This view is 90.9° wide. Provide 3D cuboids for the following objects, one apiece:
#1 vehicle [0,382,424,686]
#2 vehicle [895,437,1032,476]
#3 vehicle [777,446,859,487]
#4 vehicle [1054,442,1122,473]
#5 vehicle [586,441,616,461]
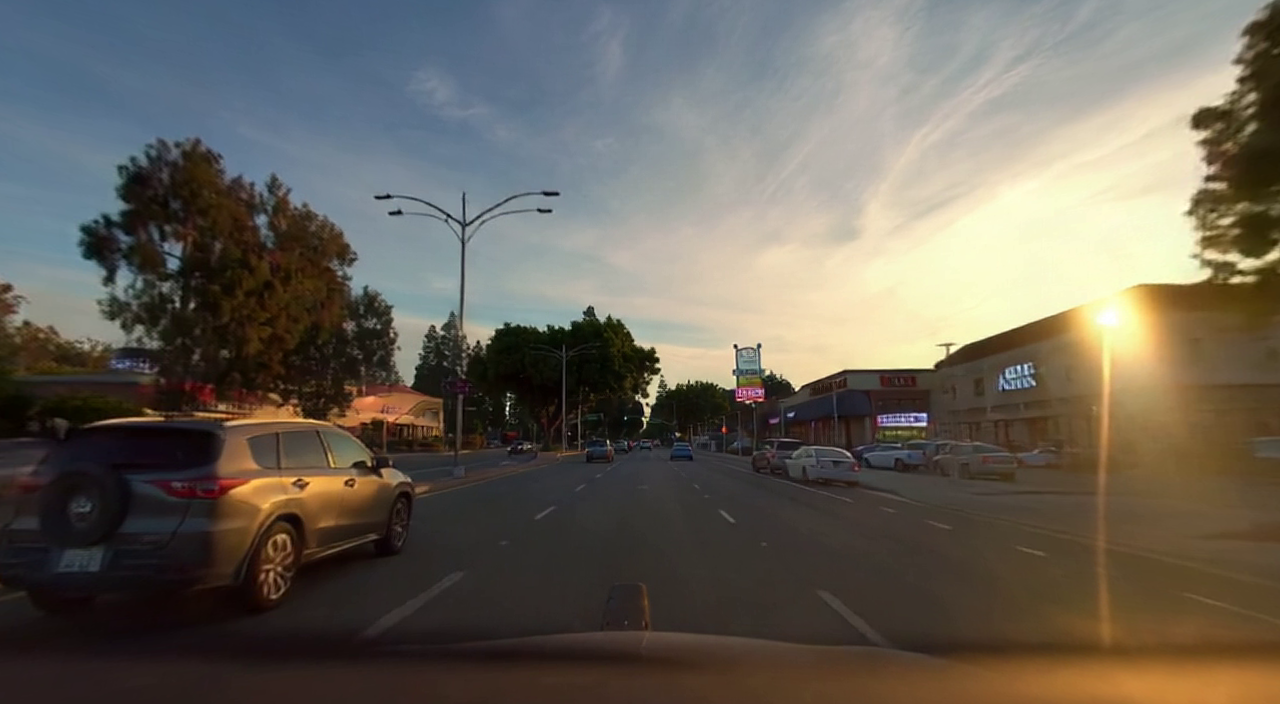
[{"bbox_3d":[-3.591,1.272,5.459,1.983,1.635,3.957,0,-8,0],"label":"vehicle"},{"bbox_3d":[15.154,4.882,29.755,5.326,1.690,2.007,-8,-11,42],"label":"vehicle"},{"bbox_3d":[6.688,4.326,24.225,1.888,1.425,4.547,0,-8,1],"label":"vehicle"},{"bbox_3d":[26.314,6.149,36.926,4.673,1.696,1.922,7,-11,-39],"label":"vehicle"},{"bbox_3d":[-2.939,7.598,48.290,2.005,1.446,4.265,0,-8,1],"label":"vehicle"}]
